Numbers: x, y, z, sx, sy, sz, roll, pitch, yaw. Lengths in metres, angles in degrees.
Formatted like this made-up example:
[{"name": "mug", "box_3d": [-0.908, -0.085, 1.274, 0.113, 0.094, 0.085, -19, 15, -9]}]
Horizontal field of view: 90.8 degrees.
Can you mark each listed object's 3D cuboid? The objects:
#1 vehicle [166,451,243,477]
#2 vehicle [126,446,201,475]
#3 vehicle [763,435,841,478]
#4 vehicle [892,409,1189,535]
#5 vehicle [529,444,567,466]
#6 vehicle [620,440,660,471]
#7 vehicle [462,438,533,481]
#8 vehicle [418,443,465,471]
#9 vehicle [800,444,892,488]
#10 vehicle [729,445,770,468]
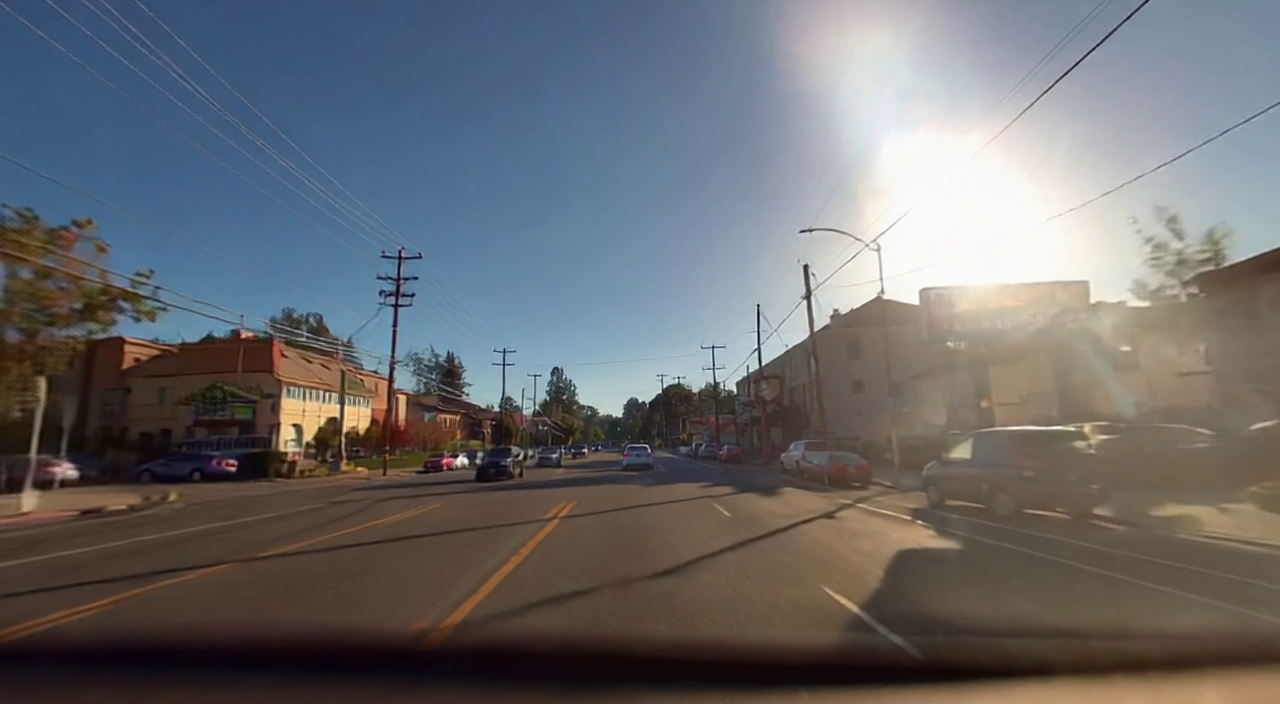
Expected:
[{"name": "vehicle", "box_3d": [-26.347, 6.723, 38.203, 4.391, 1.435, 2.011, -5, -9, 29]}, {"name": "vehicle", "box_3d": [-30.700, 6.949, 40.683, 4.448, 1.788, 2.003, -4, -9, 28]}, {"name": "vehicle", "box_3d": [7.673, 4.982, 30.542, 2.188, 1.903, 5.324, 0, -8, -2]}, {"name": "vehicle", "box_3d": [7.675, 2.366, 13.253, 2.370, 2.022, 5.918, 0, -8, 0]}, {"name": "vehicle", "box_3d": [-6.573, 7.459, 45.850, 2.018, 1.466, 4.631, 0, -8, 1]}, {"name": "vehicle", "box_3d": [-0.041, 5.598, 34.384, 2.067, 1.547, 4.513, 0, -8, -1]}, {"name": "vehicle", "box_3d": [-6.140, 4.647, 27.757, 2.096, 1.702, 4.244, 0, -8, 0]}, {"name": "vehicle", "box_3d": [-14.518, 7.689, 46.499, 1.981, 1.761, 4.652, -2, -7, 0]}, {"name": "vehicle", "box_3d": [7.752, 4.312, 24.276, 1.833, 1.475, 4.648, 0, -8, -2]}, {"name": "vehicle", "box_3d": [7.614, 7.260, 44.245, 1.936, 1.479, 4.736, 0, -8, -1]}]
